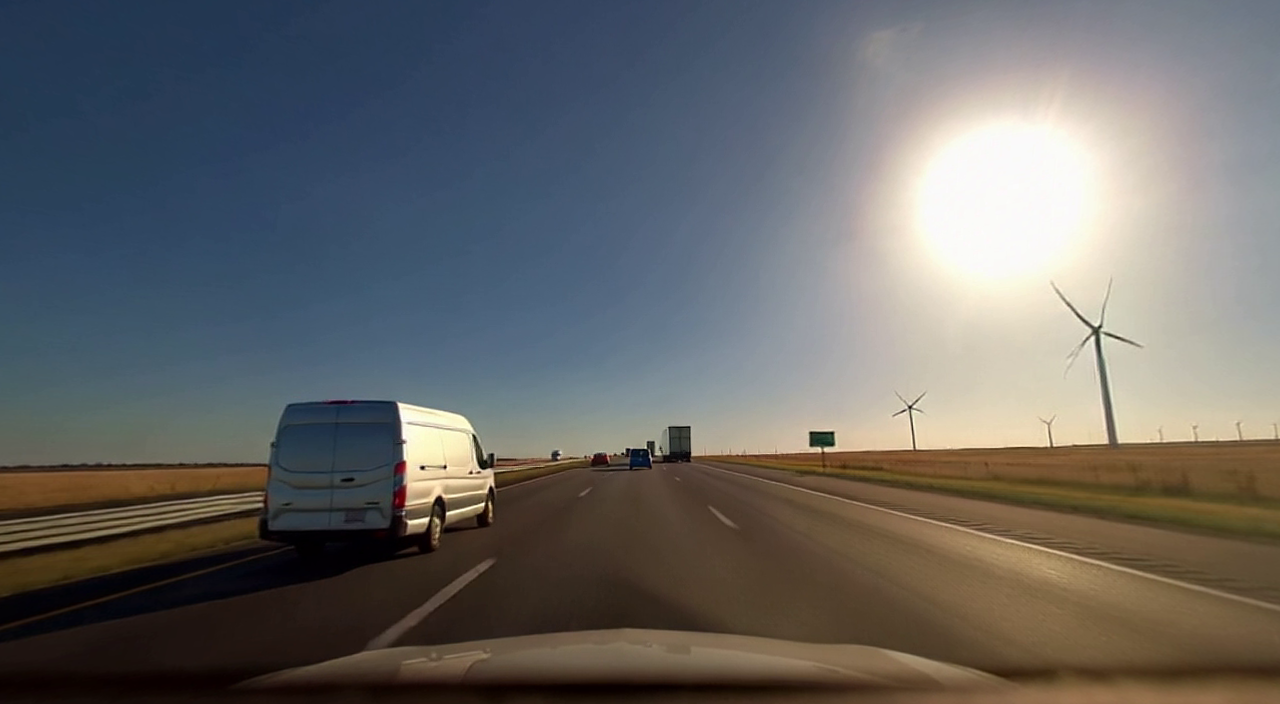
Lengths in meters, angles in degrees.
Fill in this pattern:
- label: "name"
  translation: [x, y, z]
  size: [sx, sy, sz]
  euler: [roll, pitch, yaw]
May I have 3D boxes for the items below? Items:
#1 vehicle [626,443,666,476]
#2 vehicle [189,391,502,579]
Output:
- label: "vehicle"
  translation: [0.319, 5.918, 34.814]
  size: [2.083, 1.689, 4.083]
  euler: [0, -9, 0]
- label: "vehicle"
  translation: [-3.656, 1.776, 9.125]
  size: [2.238, 1.984, 4.650]
  euler: [0, -9, 0]
